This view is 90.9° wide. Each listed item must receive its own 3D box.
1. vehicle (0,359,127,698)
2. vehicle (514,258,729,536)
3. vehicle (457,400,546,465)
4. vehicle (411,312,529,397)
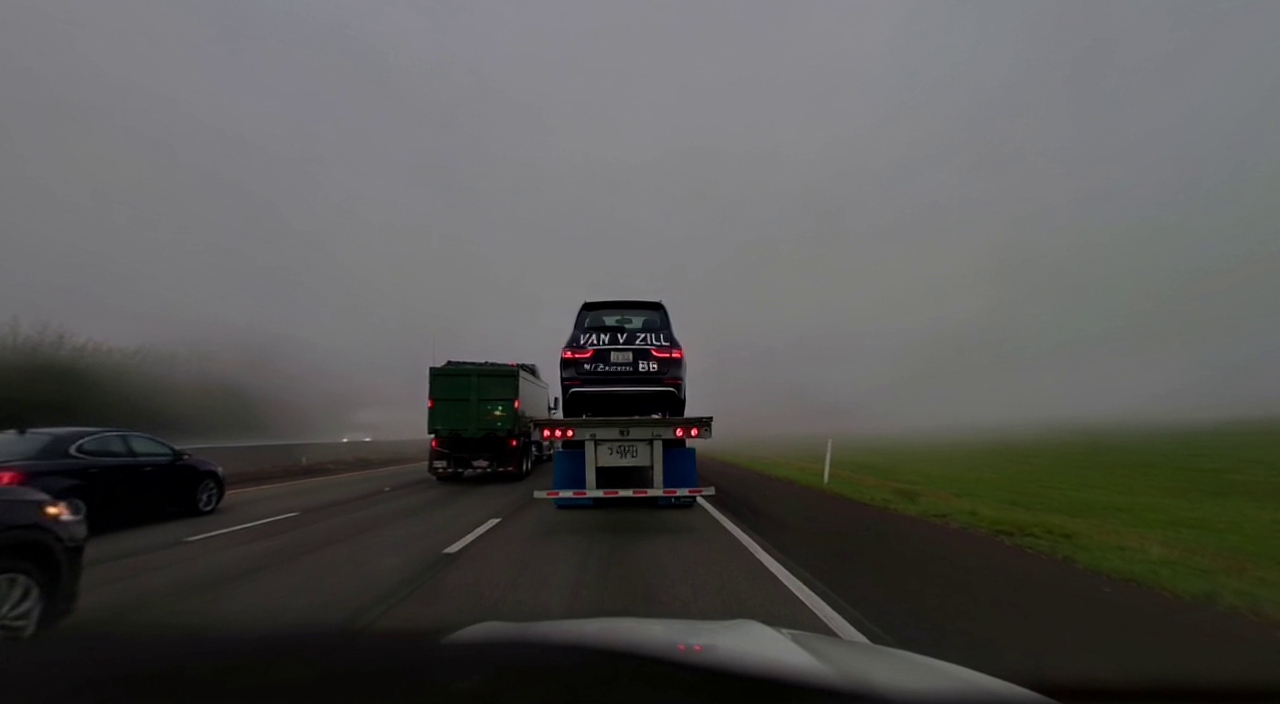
[{"bbox_3d":[-4.090,0.685,1.653,1.914,1.675,4.331,0,-7,-2],"label":"vehicle"},{"bbox_3d":[-0.430,1.141,12.837,2.738,3.628,9.223,0,-7,-2],"label":"vehicle"},{"bbox_3d":[-4.570,2.746,21.508,2.258,1.970,4.402,0,-7,-3],"label":"vehicle"},{"bbox_3d":[-4.484,0.224,17.464,2.118,1.799,4.591,0,-7,-2],"label":"vehicle"}]
